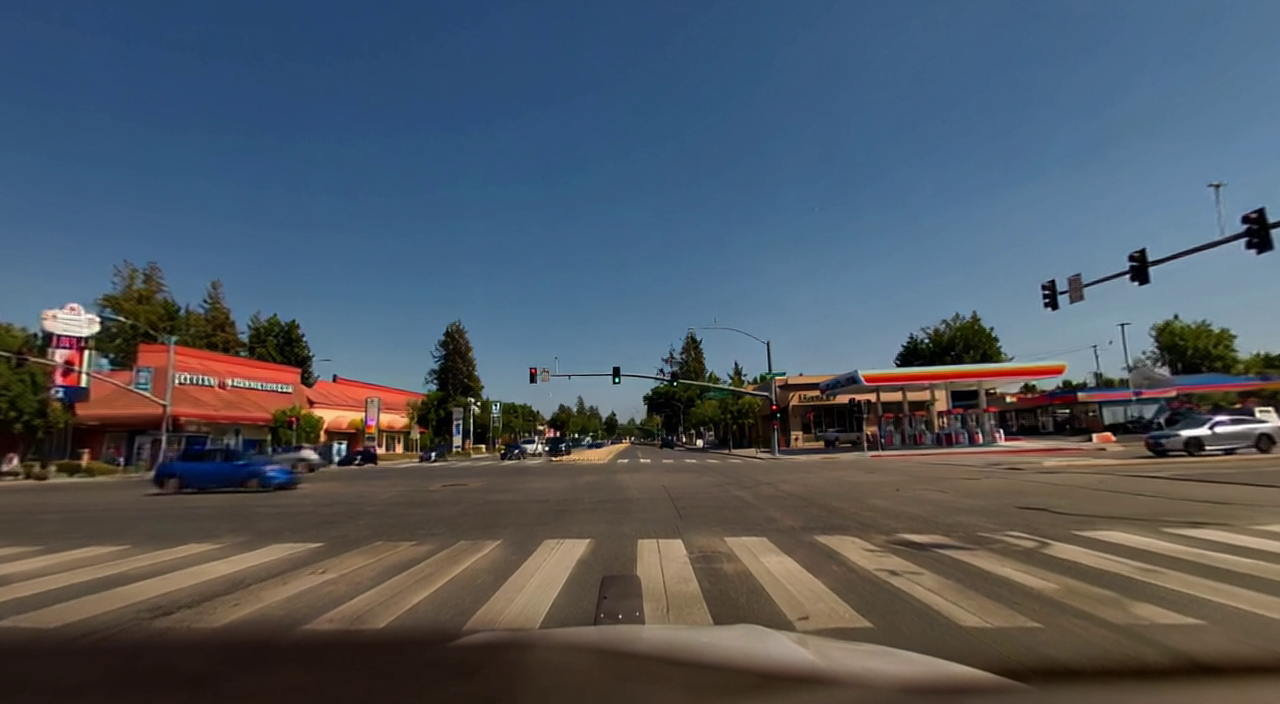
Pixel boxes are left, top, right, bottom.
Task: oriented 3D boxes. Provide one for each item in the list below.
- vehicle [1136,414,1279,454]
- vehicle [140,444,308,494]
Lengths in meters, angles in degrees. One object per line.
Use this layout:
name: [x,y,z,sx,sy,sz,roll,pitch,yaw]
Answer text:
vehicle: [22.808,3.259,24.841,4.696,1.483,1.898,-1,-8,3]
vehicle: [-14.190,3.983,21.638,4.488,1.463,1.888,-2,-8,3]
